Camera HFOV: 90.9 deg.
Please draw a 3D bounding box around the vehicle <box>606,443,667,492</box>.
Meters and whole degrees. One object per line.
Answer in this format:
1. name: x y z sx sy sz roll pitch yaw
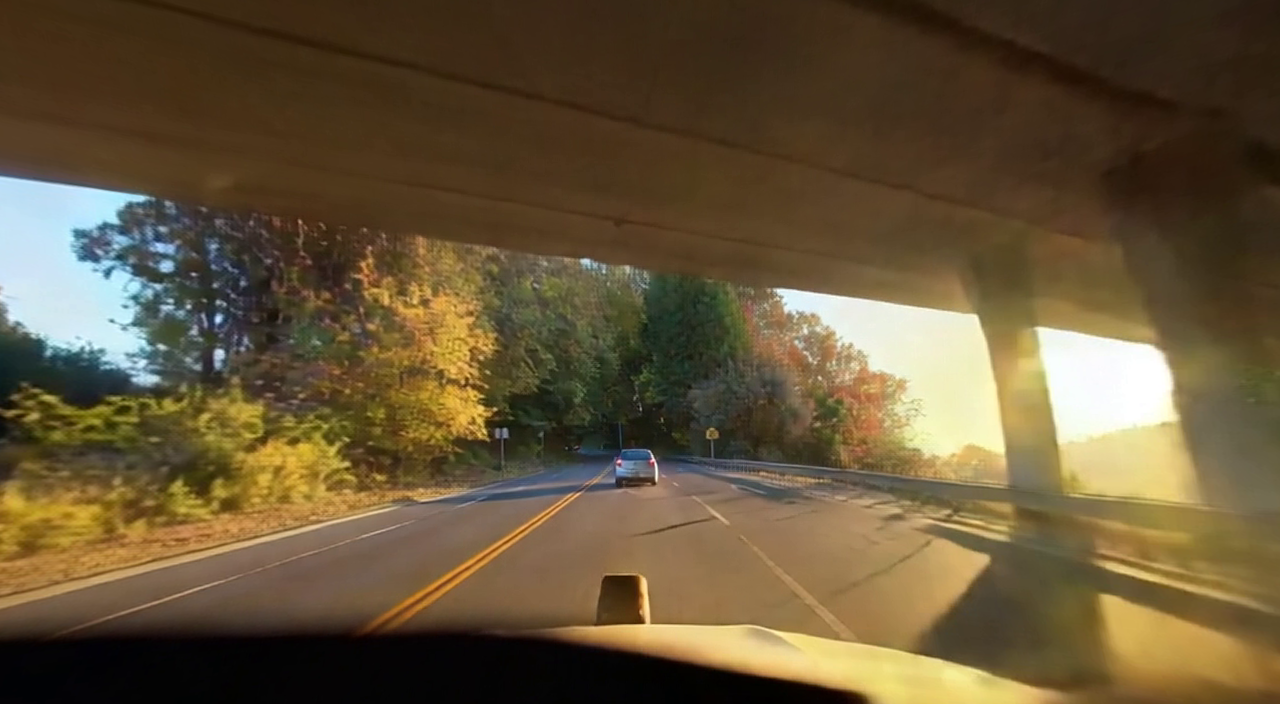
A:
1. vehicle: -0.141 4.158 22.875 2.037 1.601 3.643 0 -9 -1
